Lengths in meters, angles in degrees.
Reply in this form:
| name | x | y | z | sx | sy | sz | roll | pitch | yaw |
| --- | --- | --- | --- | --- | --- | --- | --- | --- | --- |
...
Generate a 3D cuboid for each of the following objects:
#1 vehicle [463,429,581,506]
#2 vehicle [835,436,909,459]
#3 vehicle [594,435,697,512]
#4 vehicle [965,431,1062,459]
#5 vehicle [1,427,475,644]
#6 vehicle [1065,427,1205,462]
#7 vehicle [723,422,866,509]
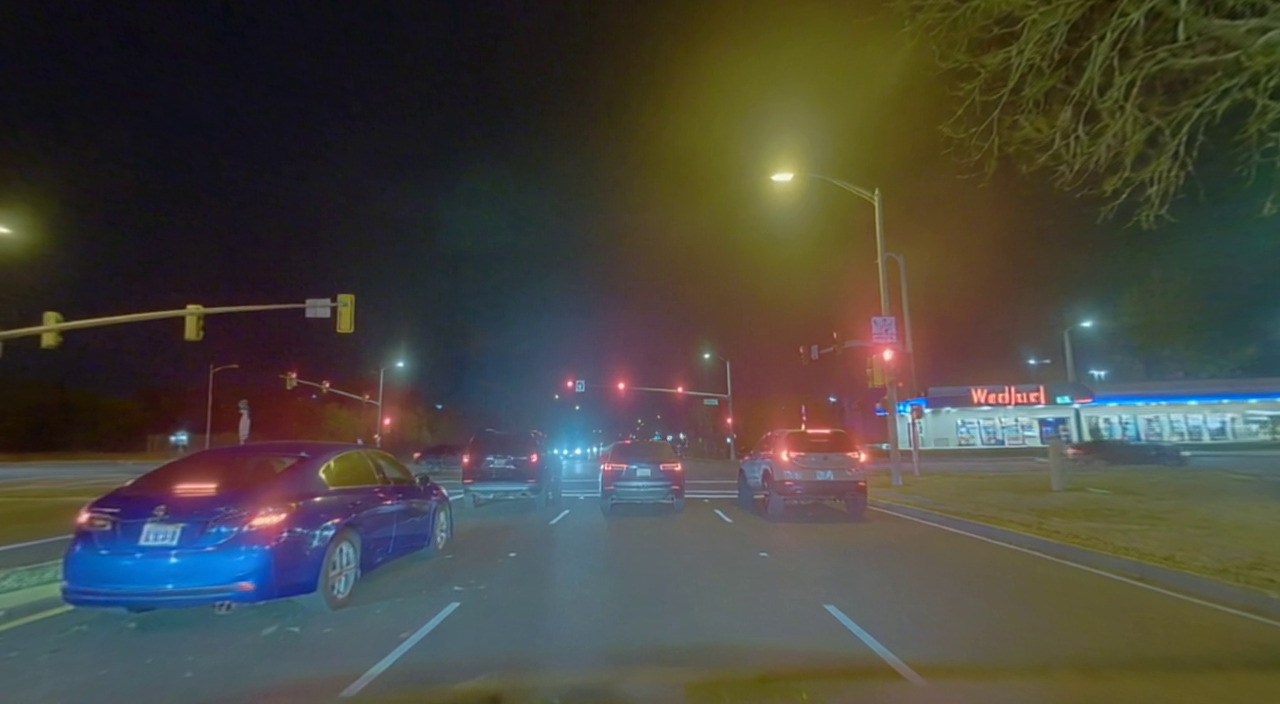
| name | x | y | z | sx | sy | sz | roll | pitch | yaw |
| --- | --- | --- | --- | --- | --- | --- | --- | --- | --- |
| vehicle | -2.823 | 2.886 | 16.076 | 2.072 | 1.694 | 4.070 | -1 | -9 | 2 |
| vehicle | 16.938 | 6.980 | 46.081 | 4.626 | 1.653 | 1.982 | 0 | -9 | 1 |
| vehicle | 0.139 | 2.732 | 14.561 | 2.032 | 1.499 | 3.994 | 0 | -9 | 1 |
| vehicle | 23.289 | 5.835 | 39.395 | 4.781 | 1.700 | 1.986 | 0 | -9 | 1 |
| vehicle | -3.337 | 1.597 | 6.554 | 2.014 | 1.472 | 4.357 | 0 | -9 | 1 |
| vehicle | 26.536 | 4.997 | 33.947 | 5.504 | 1.821 | 2.173 | -1 | -9 | 4 |
| vehicle | 3.334 | 2.566 | 14.600 | 2.076 | 1.691 | 4.402 | 0 | -9 | -2 |
